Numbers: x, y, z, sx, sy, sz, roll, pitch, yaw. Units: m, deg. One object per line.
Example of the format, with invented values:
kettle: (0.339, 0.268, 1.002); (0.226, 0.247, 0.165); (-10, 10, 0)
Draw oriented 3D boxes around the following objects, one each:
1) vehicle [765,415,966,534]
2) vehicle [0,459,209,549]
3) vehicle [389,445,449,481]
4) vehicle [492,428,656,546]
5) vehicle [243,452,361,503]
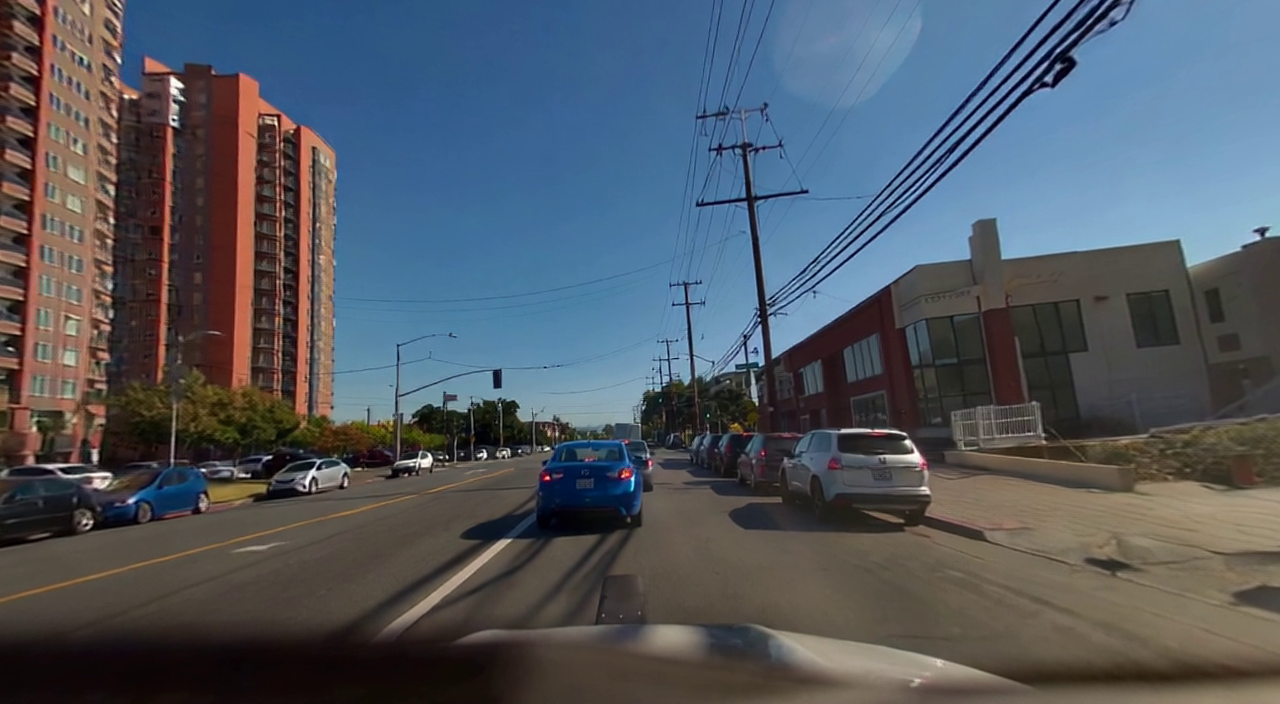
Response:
vehicle: (3.735, 2.113, 11.474); (1.967, 1.721, 4.410); (0, -8, -1)
vehicle: (-11.965, 3.181, 13.821); (1.850, 1.487, 4.711); (-3, -8, -1)
vehicle: (-12.068, 6.036, 34.747); (2.011, 1.687, 4.079); (-4, -8, -2)
vehicle: (-0.835, 2.019, 10.178); (2.019, 1.453, 4.603); (0, -8, -1)
vehicle: (-12.018, 4.441, 22.834); (1.868, 1.491, 4.367); (-4, -9, 0)
